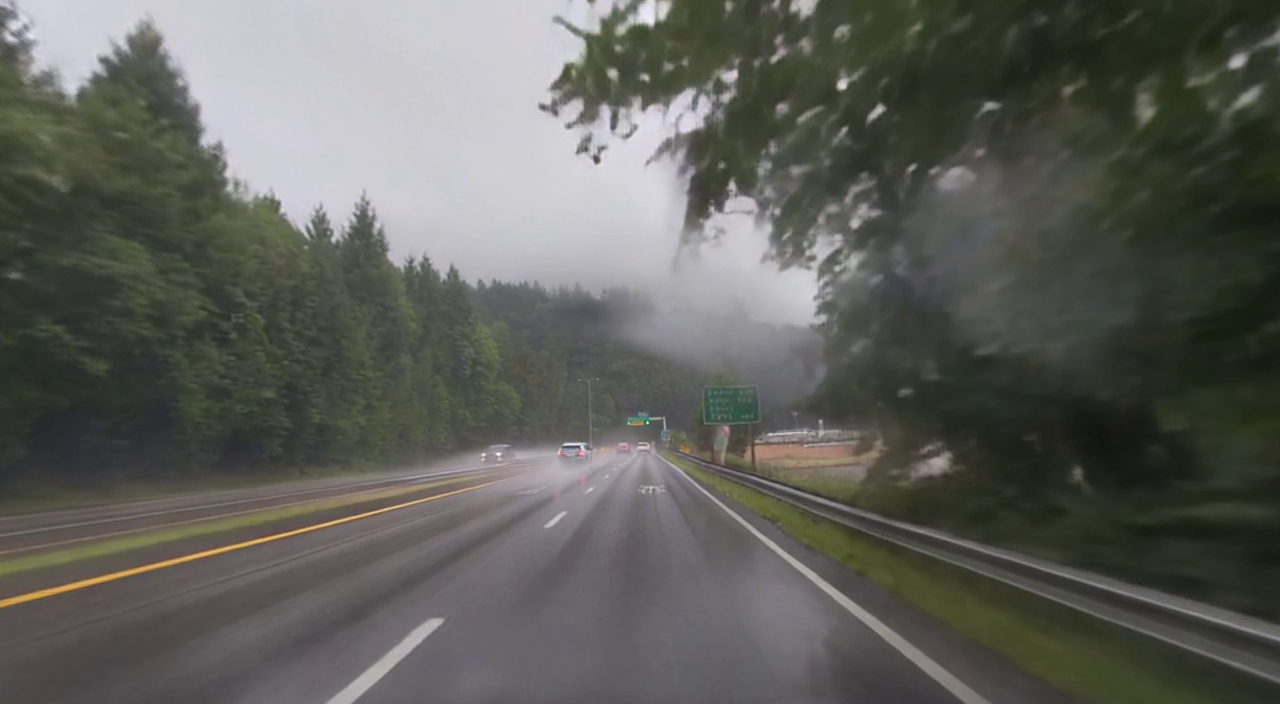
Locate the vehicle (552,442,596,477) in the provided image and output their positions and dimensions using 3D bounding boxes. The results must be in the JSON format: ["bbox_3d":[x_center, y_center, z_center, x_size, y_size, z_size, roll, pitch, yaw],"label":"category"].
[{"bbox_3d":[-3.122,5.146,30.288,1.675,1.537,3.574,0,-9,1],"label":"vehicle"}]
